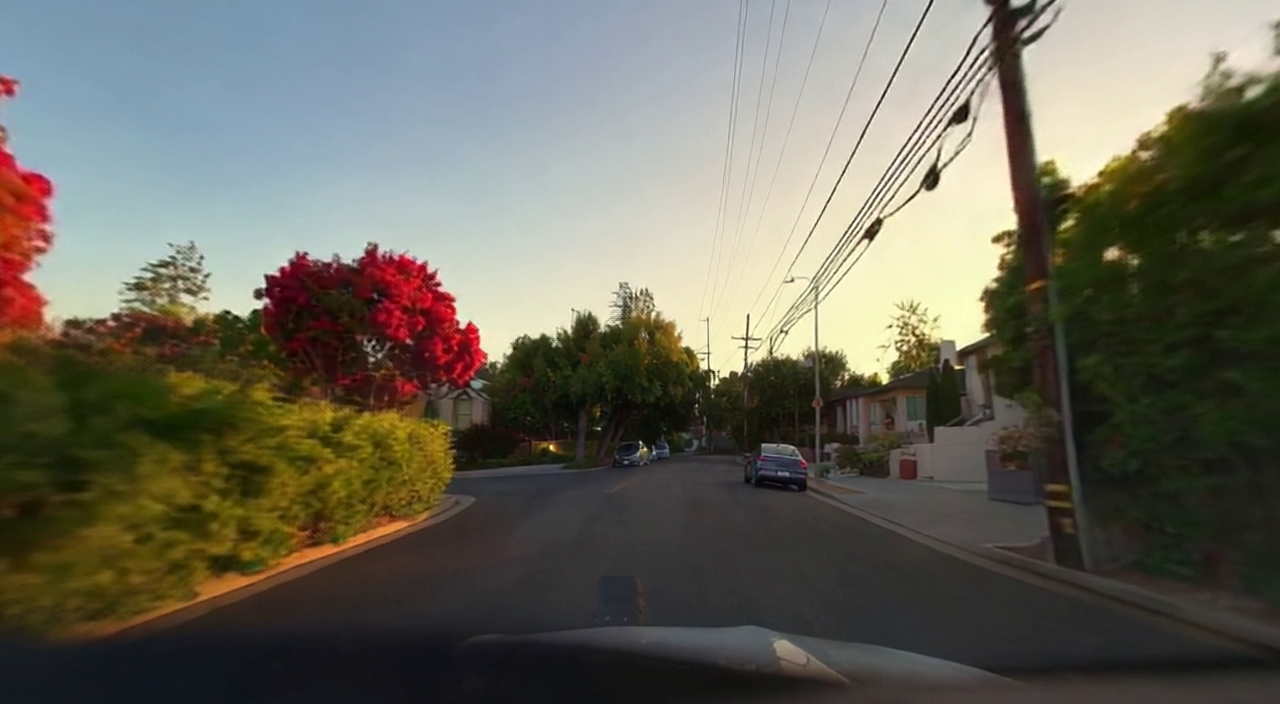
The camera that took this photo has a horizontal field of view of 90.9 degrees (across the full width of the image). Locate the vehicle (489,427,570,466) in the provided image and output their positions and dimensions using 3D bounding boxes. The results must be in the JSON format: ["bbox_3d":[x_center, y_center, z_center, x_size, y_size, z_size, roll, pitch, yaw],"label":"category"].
[{"bbox_3d":[-8.321,7.127,47.600,5.828,2.818,2.231,2,-9,-12],"label":"vehicle"}]

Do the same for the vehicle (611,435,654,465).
[{"bbox_3d":[-0.428,6.862,44.178,2.463,1.951,5.794,-1,-8,5],"label":"vehicle"}]

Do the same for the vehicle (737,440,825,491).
[{"bbox_3d":[4.567,3.749,21.272,2.151,1.468,5.066,-1,-8,4],"label":"vehicle"}]
